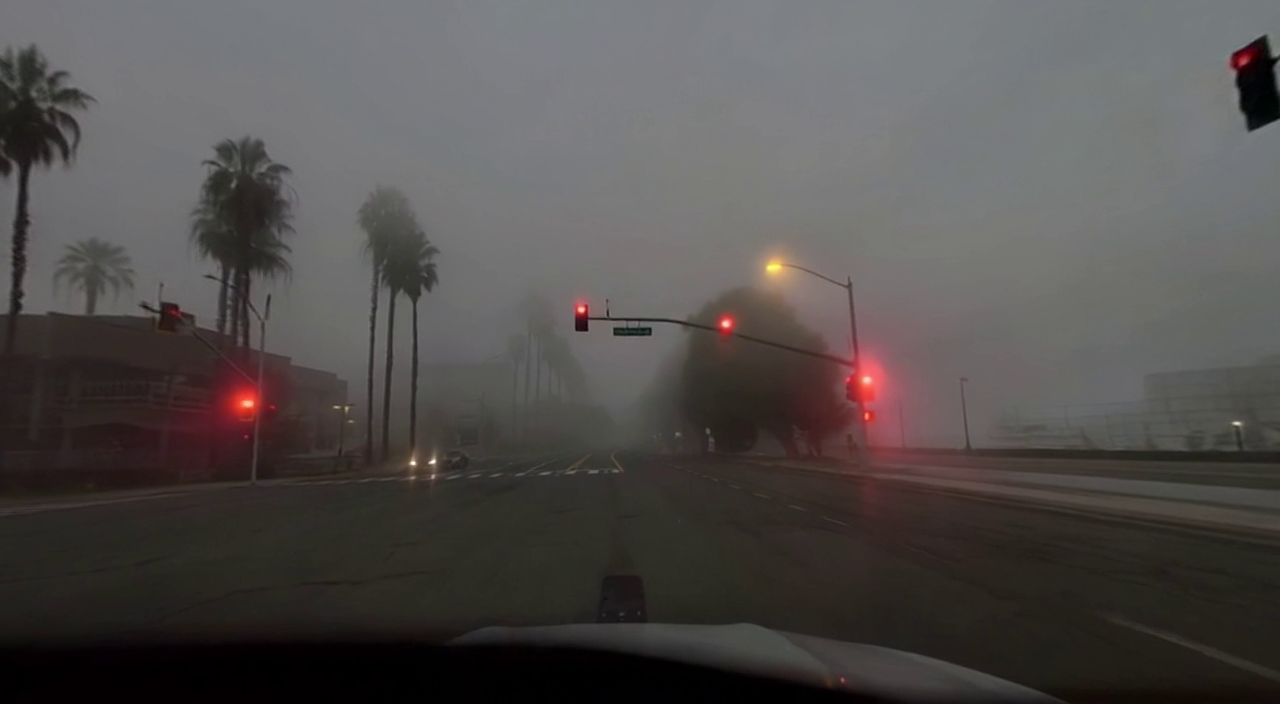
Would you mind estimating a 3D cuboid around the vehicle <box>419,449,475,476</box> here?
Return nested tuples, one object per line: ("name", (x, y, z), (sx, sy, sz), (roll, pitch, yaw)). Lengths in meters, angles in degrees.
("vehicle", (-11.391, 6.521, 37.571), (2.149, 1.477, 4.186), (0, -9, -3))
